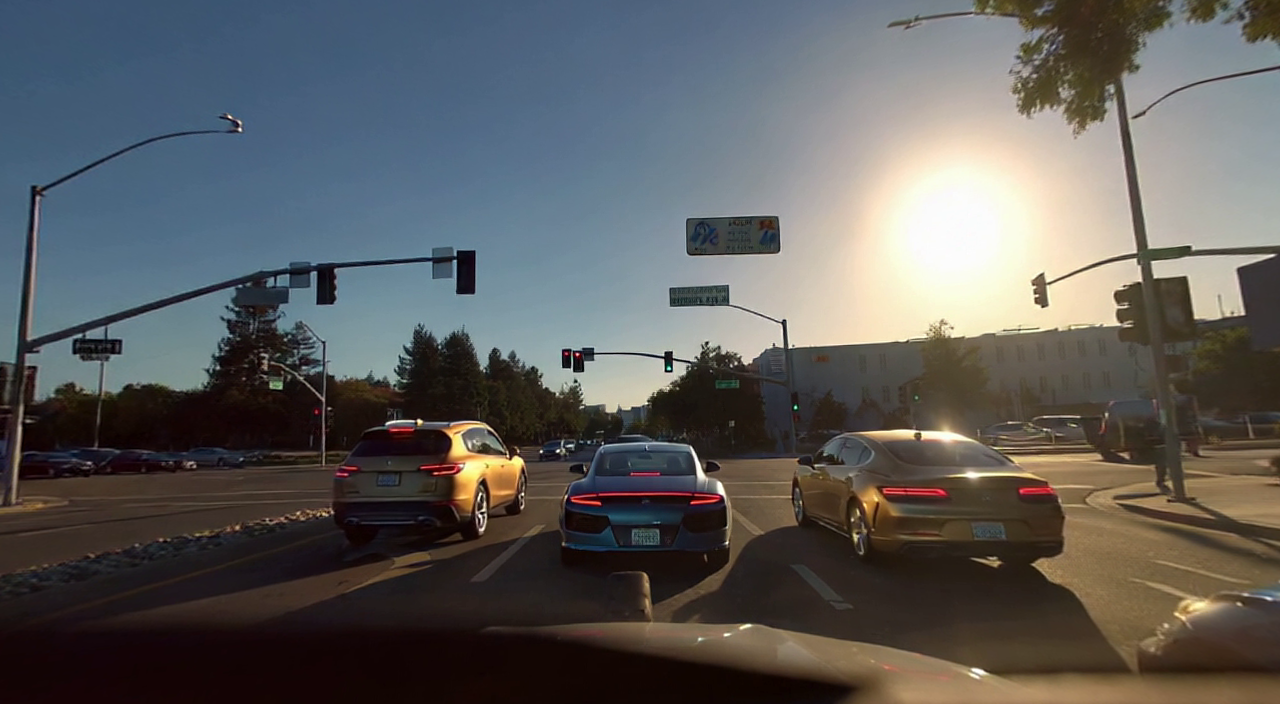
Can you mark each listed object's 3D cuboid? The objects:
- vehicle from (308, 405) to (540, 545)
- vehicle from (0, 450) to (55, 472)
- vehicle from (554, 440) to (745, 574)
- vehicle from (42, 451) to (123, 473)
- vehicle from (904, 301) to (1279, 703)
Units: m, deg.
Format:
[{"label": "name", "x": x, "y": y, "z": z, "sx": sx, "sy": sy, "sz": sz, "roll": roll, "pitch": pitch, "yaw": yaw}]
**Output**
[{"label": "vehicle", "x": -3.162, "y": 1.941, "z": 10.564, "sx": 2.061, "sy": 1.781, "sz": 4.842, "roll": 0, "pitch": -8, "yaw": 1}, {"label": "vehicle", "x": -46.160, "y": 7.956, "z": 46.164, "sx": 4.545, "sy": 1.558, "sz": 1.833, "roll": 0, "pitch": -8, "yaw": -4}, {"label": "vehicle", "x": 0.113, "y": 1.866, "z": 8.385, "sx": 1.945, "sy": 1.343, "sz": 3.827, "roll": 0, "pitch": -8, "yaw": 1}, {"label": "vehicle", "x": -41.305, "y": 8.155, "z": 46.781, "sx": 4.195, "sy": 1.533, "sz": 1.752, "roll": 0, "pitch": -8, "yaw": -3}, {"label": "vehicle", "x": 3.098, "y": 0.805, "z": 2.518, "sx": 2.143, "sy": 1.759, "sz": 4.531, "roll": 0, "pitch": -8, "yaw": 1}]
